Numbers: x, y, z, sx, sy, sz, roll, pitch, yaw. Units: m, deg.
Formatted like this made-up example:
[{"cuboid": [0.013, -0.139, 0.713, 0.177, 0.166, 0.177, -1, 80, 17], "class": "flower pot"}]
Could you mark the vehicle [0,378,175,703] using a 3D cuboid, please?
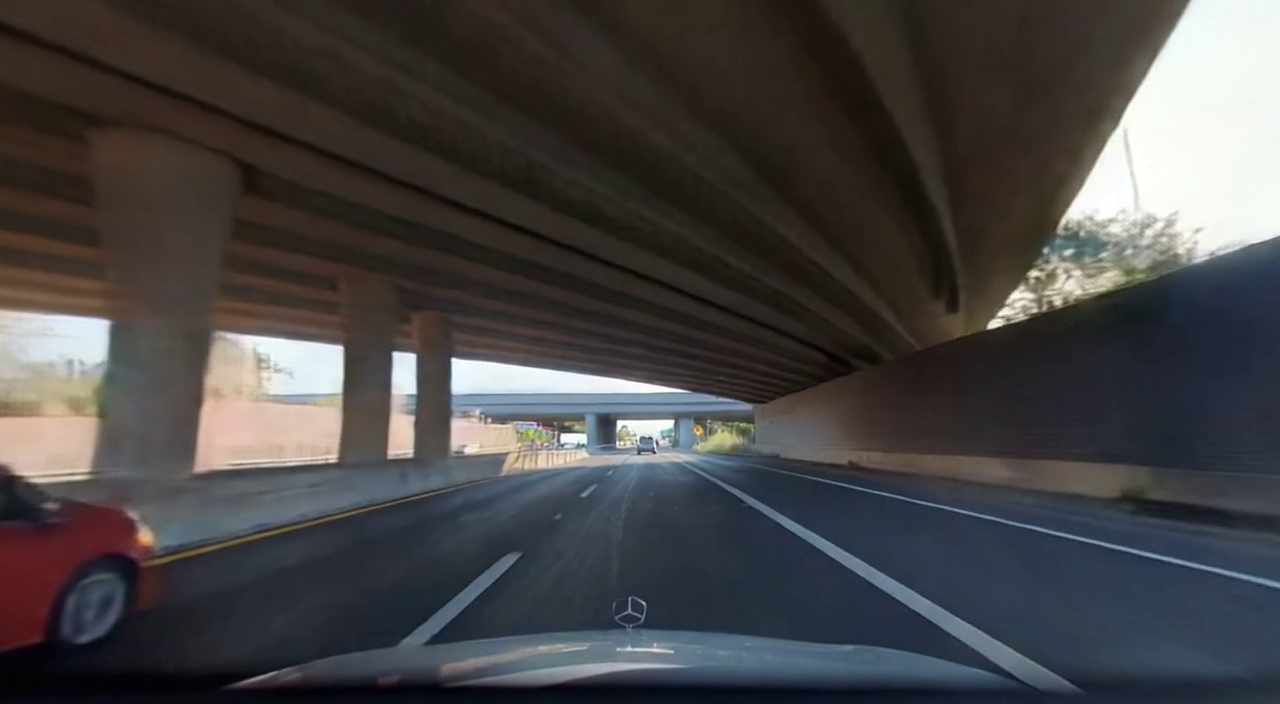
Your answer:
[{"cuboid": [-3.982, 0.731, 1.760, 2.051, 1.531, 4.250, 0, -8, 1], "class": "vehicle"}]
